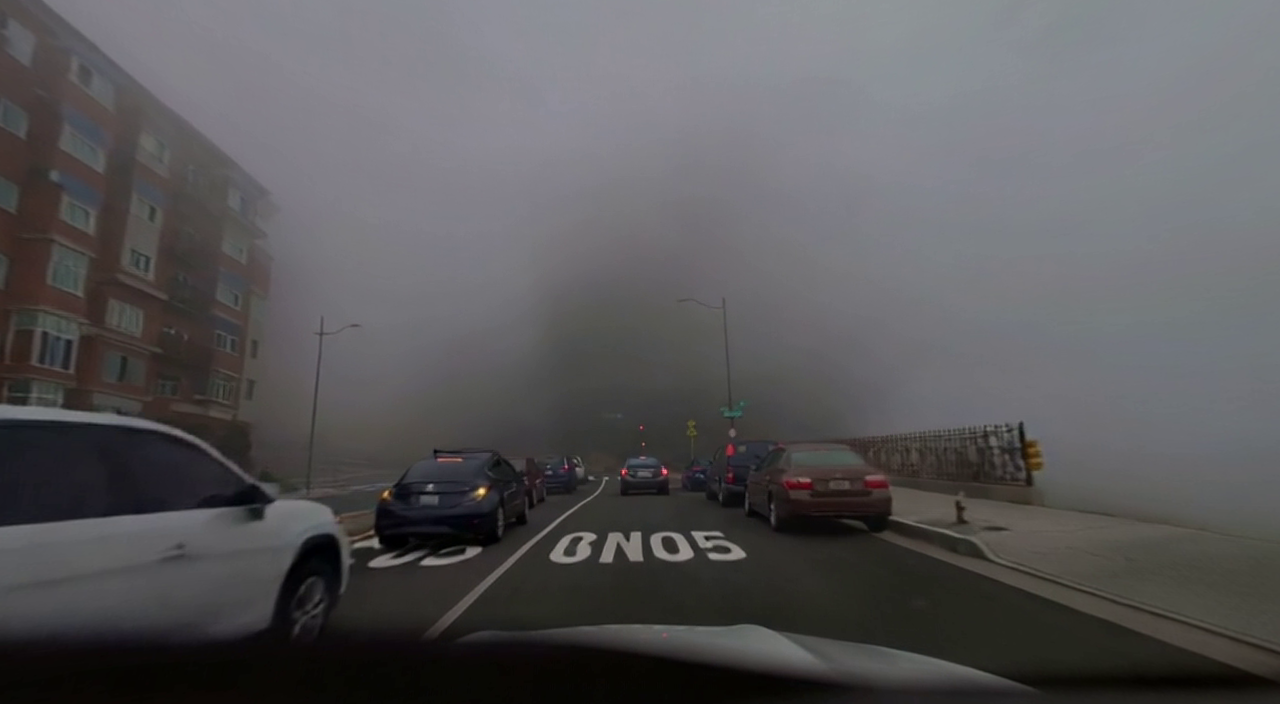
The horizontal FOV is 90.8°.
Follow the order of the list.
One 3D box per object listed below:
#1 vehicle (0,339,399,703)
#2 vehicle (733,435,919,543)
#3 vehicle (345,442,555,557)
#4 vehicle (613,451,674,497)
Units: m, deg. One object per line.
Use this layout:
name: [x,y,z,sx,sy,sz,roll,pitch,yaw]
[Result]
vehicle: [-3.031,0.972,2.988,2.065,1.705,4.353,0,-8,0]
vehicle: [2.934,2.249,11.092,1.933,1.501,4.349,0,-8,0]
vehicle: [-2.798,2.271,10.576,2.109,1.477,4.509,0,-8,0]
vehicle: [0.075,4.417,23.171,2.026,1.496,3.701,0,-8,-1]
